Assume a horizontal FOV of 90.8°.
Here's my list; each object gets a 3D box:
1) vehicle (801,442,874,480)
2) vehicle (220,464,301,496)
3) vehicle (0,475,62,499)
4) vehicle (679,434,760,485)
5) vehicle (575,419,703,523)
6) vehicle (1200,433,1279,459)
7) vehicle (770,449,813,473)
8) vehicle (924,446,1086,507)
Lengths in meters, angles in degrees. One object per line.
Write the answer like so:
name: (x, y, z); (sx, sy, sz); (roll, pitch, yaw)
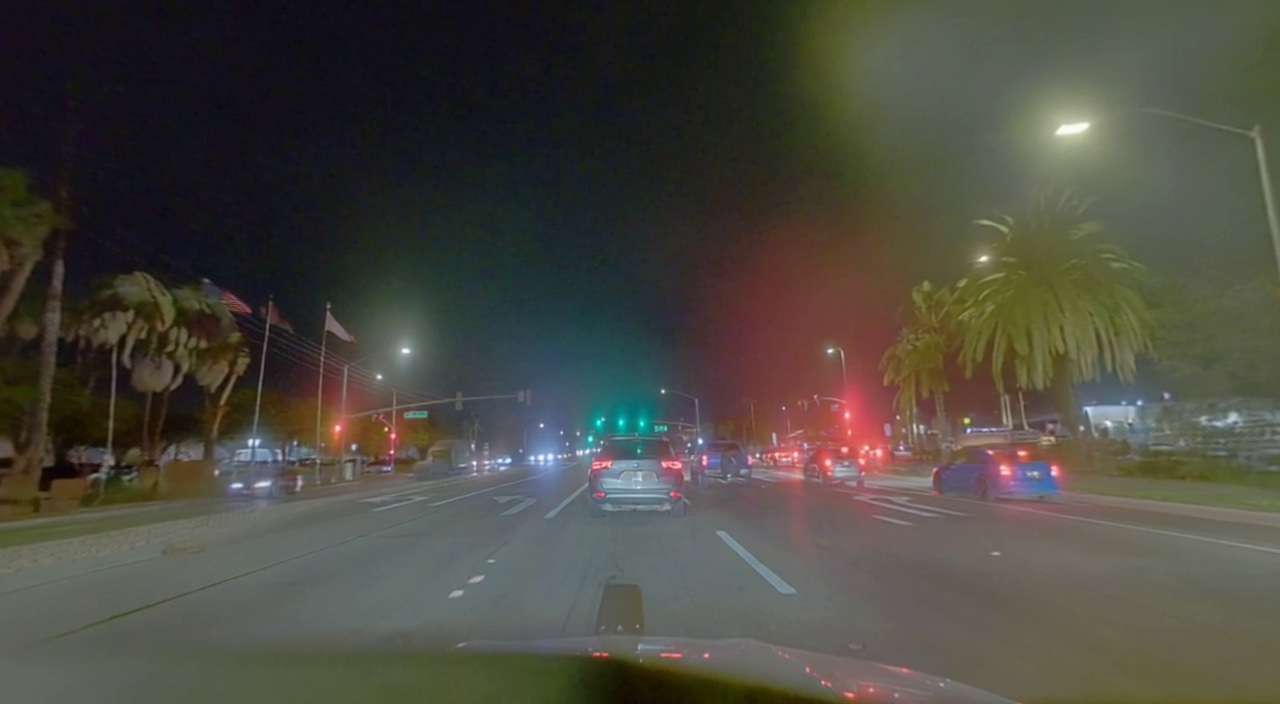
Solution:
vehicle: (10.012, 5.532, 32.423); (2.155, 1.779, 4.582); (0, -9, -2)
vehicle: (-21.743, 7.334, 36.392); (1.873, 1.484, 4.571); (-3, -9, 0)
vehicle: (-44.657, 9.690, 45.462); (4.226, 1.568, 1.962); (-1, -9, 2)
vehicle: (3.330, 4.725, 28.178); (2.773, 2.021, 6.212); (0, -9, 0)
vehicle: (-0.060, 2.580, 14.231); (2.402, 1.938, 4.535); (0, -9, -1)
vehicle: (36.381, 5.625, 37.785); (1.839, 1.455, 4.395); (0, -9, 2)
vehicle: (10.203, 7.337, 42.800); (1.855, 1.495, 4.143); (0, -8, 0)
vehicle: (9.973, 3.387, 17.744); (1.967, 1.485, 4.267); (0, -9, 0)
